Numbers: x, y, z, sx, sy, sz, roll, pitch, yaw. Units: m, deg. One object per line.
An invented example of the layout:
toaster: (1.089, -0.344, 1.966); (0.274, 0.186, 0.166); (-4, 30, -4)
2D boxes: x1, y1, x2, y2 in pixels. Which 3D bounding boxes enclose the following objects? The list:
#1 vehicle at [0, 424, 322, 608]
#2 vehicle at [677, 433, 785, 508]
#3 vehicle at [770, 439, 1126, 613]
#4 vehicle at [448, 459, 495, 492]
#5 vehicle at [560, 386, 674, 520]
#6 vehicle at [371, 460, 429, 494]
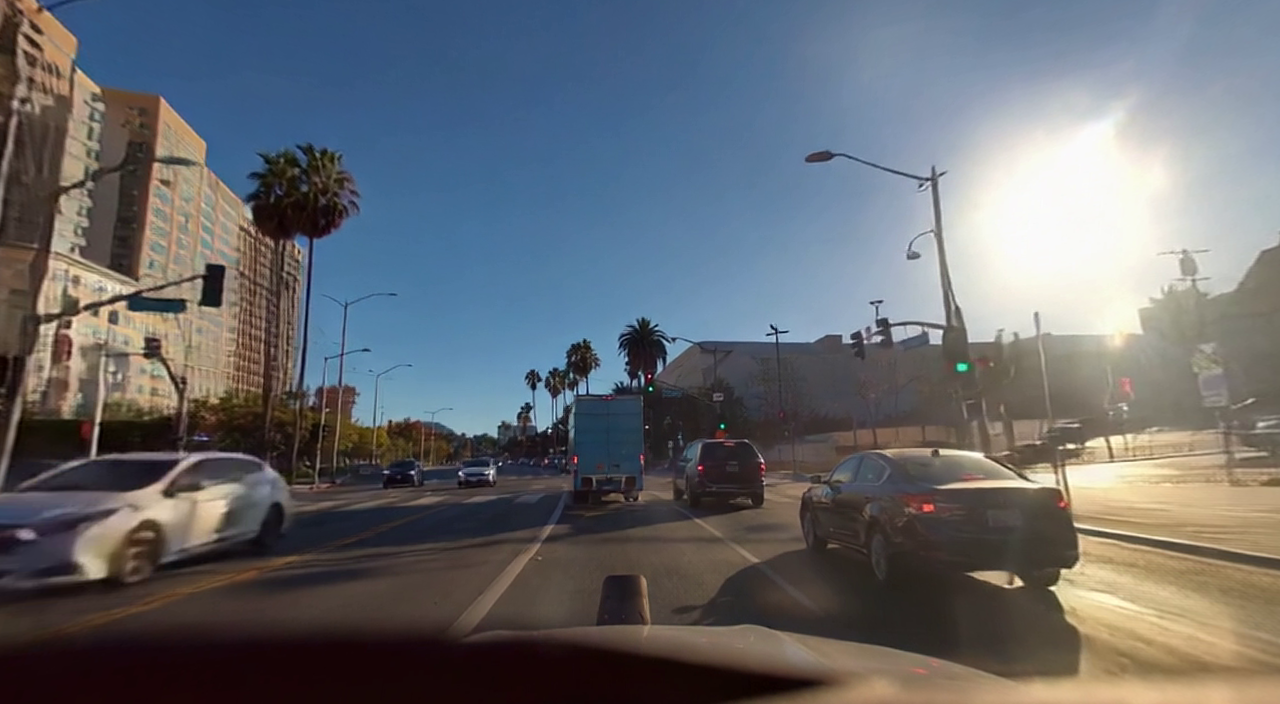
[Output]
vehicle: (-6.330, 1.916, 8.245); (2.058, 1.730, 4.466); (0, -9, -2)
vehicle: (2.574, 3.584, 19.394); (2.157, 1.944, 5.423); (1, -9, -4)
vehicle: (3.229, 1.911, 7.935); (1.978, 1.507, 4.636); (0, -9, -2)
vehicle: (-8.614, 6.343, 32.438); (1.878, 1.540, 3.939); (1, -9, -9)
vehicle: (-0.824, 2.729, 17.085); (2.517, 2.926, 6.177); (1, -9, -6)
vehicle: (-12.891, 6.695, 33.972); (1.959, 1.636, 4.159); (1, -9, -8)
